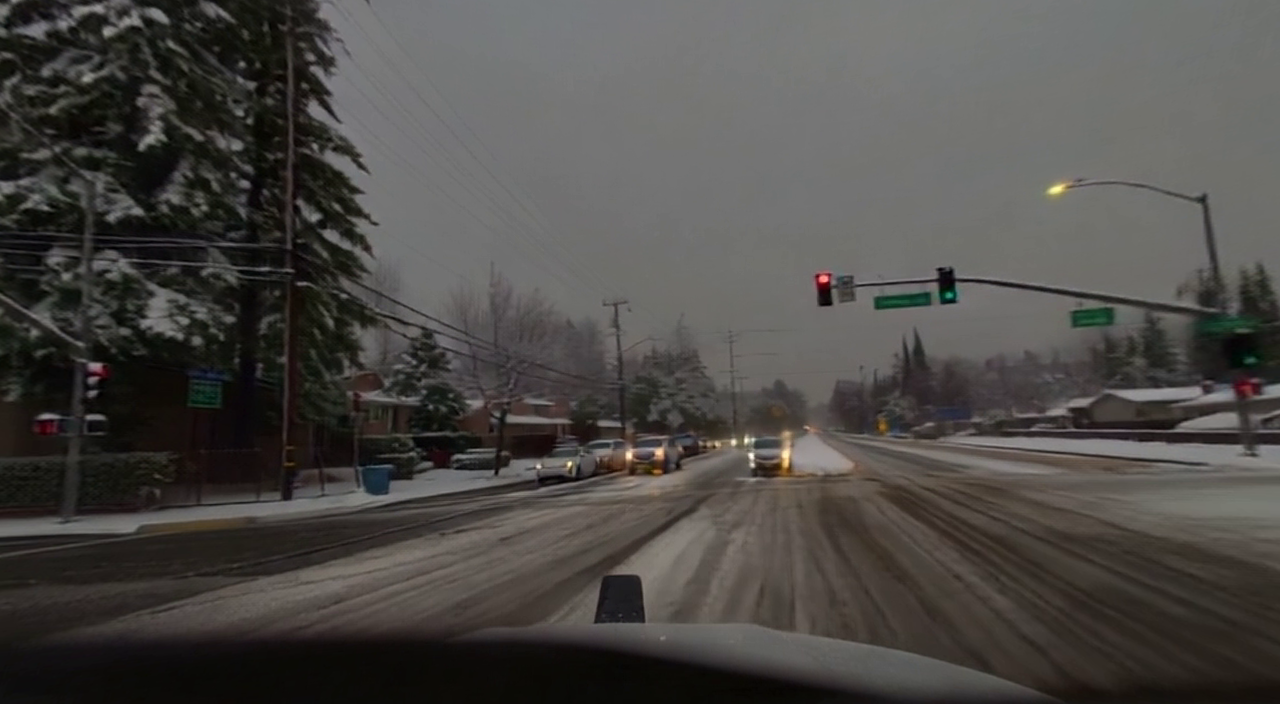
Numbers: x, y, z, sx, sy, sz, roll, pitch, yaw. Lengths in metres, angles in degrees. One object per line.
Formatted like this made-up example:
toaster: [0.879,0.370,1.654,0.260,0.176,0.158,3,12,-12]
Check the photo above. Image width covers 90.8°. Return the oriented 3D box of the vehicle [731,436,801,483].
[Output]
vehicle: [4.609,3.838,22.876,2.174,1.477,4.805,-2,-9,12]

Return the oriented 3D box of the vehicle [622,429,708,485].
vehicle: [1.147,4.202,25.604,2.479,1.977,5.254,-2,-9,13]

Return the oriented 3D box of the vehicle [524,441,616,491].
vehicle: [-2.695,4.573,25.740,2.241,1.819,4.690,-2,-9,13]
